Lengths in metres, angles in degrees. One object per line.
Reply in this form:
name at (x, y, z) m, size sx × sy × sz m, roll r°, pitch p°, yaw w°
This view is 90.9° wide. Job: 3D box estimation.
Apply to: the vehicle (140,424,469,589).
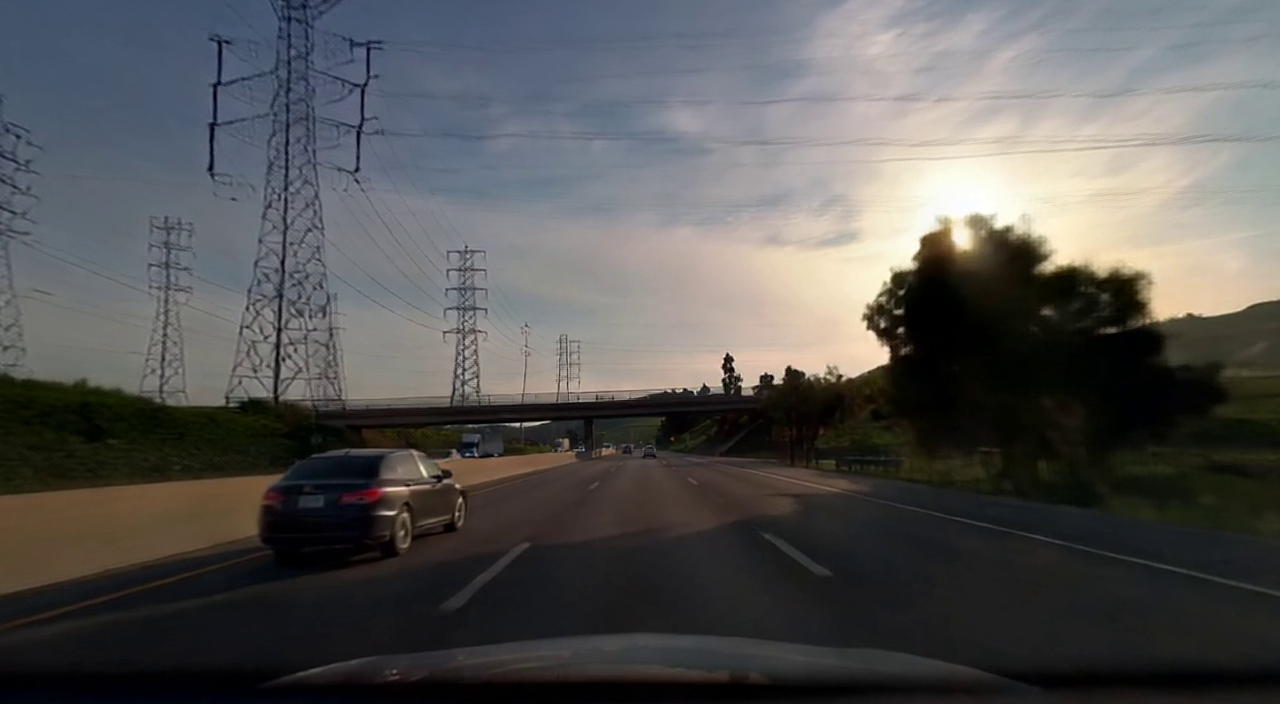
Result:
vehicle at (-3.787, 1.807, 8.161) m, size 1.924 × 1.550 × 4.165 m, roll 0°, pitch -9°, yaw 0°
